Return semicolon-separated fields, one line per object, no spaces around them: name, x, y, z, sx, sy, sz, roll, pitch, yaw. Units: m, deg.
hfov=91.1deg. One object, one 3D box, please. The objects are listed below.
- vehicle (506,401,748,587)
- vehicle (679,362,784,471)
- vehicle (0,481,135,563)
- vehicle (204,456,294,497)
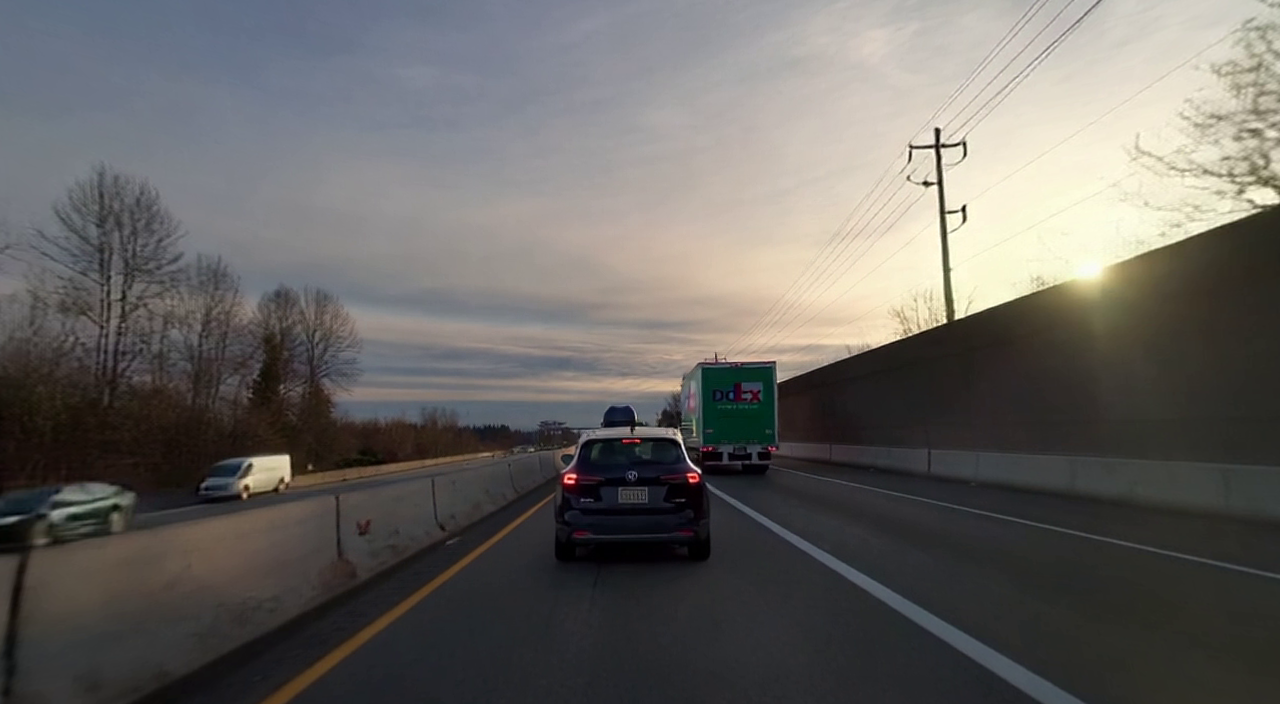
vehicle;-0.150;1.481;7.412;2.062;1.581;3.914;0;-8;-1
vehicle;3.559;2.899;26.977;2.835;3.872;8.916;0;-8;-2
vehicle;-15.261;4.193;15.903;1.770;1.521;4.077;1;-8;-4
vehicle;-21.264;6.744;34.456;2.081;1.900;4.823;0;-8;-4
